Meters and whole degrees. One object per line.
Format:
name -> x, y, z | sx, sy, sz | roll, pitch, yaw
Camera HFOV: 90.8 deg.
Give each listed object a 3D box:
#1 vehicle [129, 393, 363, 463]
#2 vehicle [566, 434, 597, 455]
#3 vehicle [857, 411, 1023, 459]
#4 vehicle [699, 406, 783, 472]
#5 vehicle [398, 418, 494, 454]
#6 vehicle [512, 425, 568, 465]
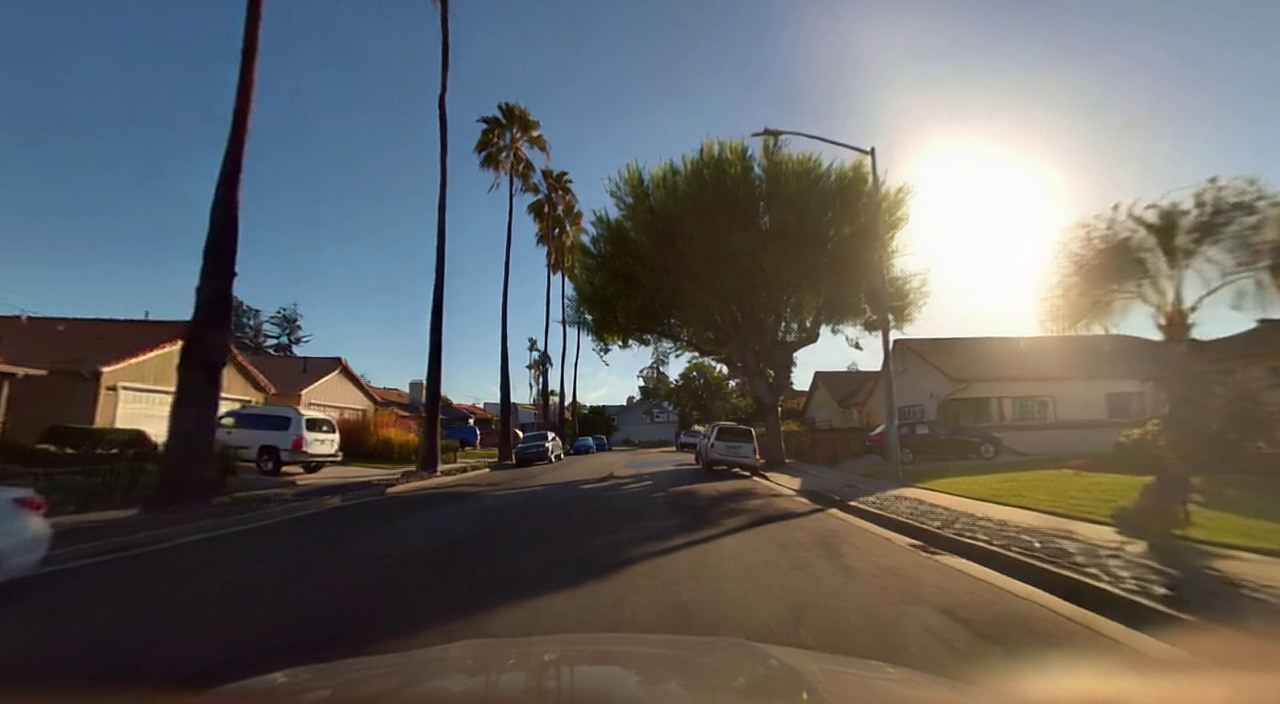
vehicle -> -11.542, 2.293, 18.858 | 5.340, 1.948, 2.398 | 0, -9, 1
vehicle -> -4.564, 7.330, 49.890 | 2.080, 1.479, 4.531 | 0, -10, -1
vehicle -> 10.034, 2.835, 21.438 | 4.643, 1.520, 1.826 | 0, -8, 3
vehicle -> 3.415, 3.144, 22.738 | 2.184, 2.038, 6.212 | 0, -8, 2
vehicle -> -11.422, 4.982, 37.510 | 4.991, 1.947, 2.329 | -1, -8, -1
vehicle -> -4.927, 4.607, 31.733 | 2.147, 1.823, 4.725 | 0, -7, -1
